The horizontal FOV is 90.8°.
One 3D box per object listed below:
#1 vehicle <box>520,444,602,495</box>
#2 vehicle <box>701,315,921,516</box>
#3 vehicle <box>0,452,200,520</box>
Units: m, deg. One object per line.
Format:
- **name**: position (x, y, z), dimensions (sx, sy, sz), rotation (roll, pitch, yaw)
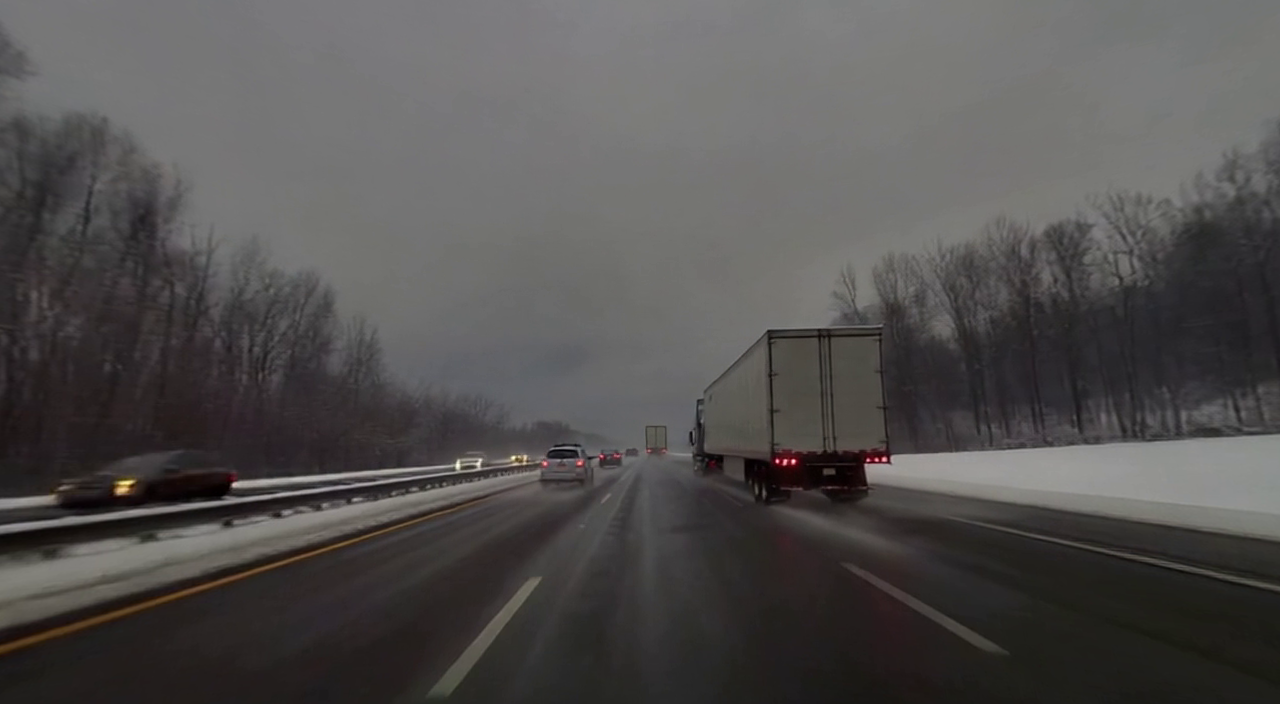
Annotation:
- **vehicle**: position (-2.530, 3.958, 21.632), dimensions (2.104, 1.526, 4.940), rotation (0, -9, 1)
- **vehicle**: position (4.144, 2.376, 20.021), dimensions (2.974, 4.083, 14.389), rotation (0, -9, 0)
- **vehicle**: position (-14.845, 3.560, 17.361), dimensions (2.009, 1.600, 4.723), rotation (0, -9, 1)
